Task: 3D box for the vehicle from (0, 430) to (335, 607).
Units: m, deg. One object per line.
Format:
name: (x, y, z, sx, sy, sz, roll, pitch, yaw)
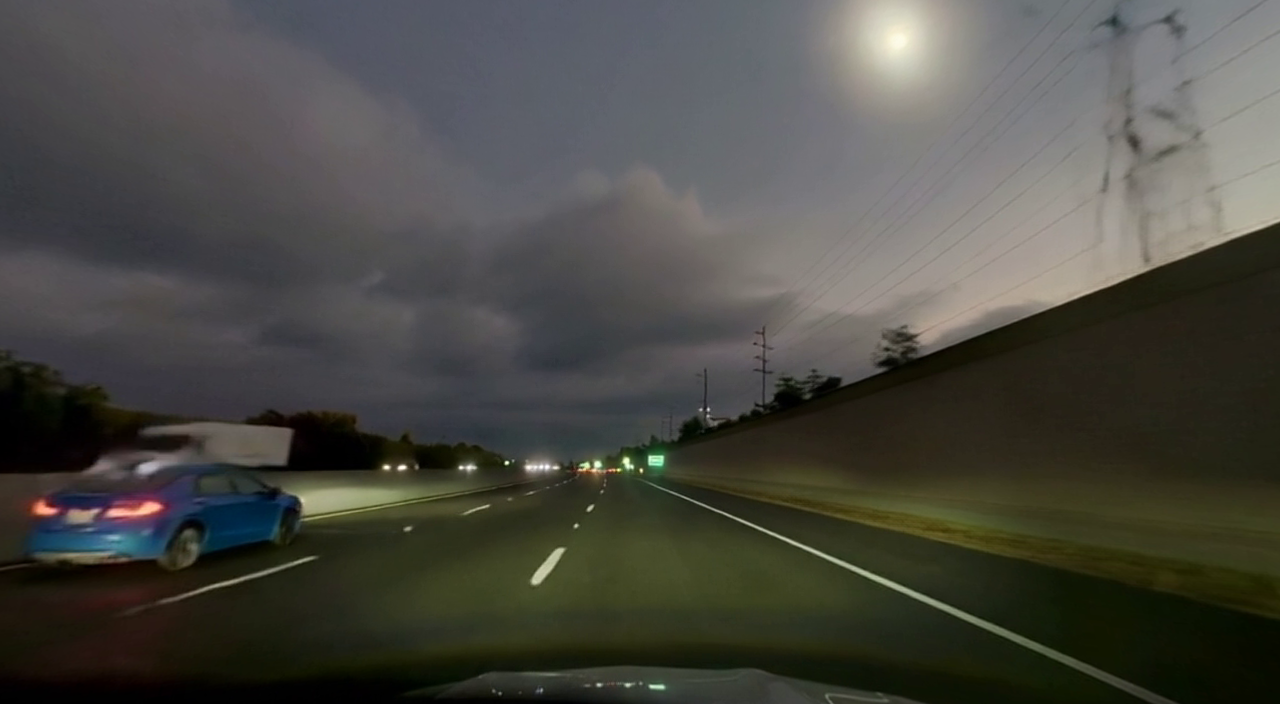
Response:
vehicle: (-6.284, 2.027, 8.449, 2.194, 1.704, 4.421, 1, -10, -1)
